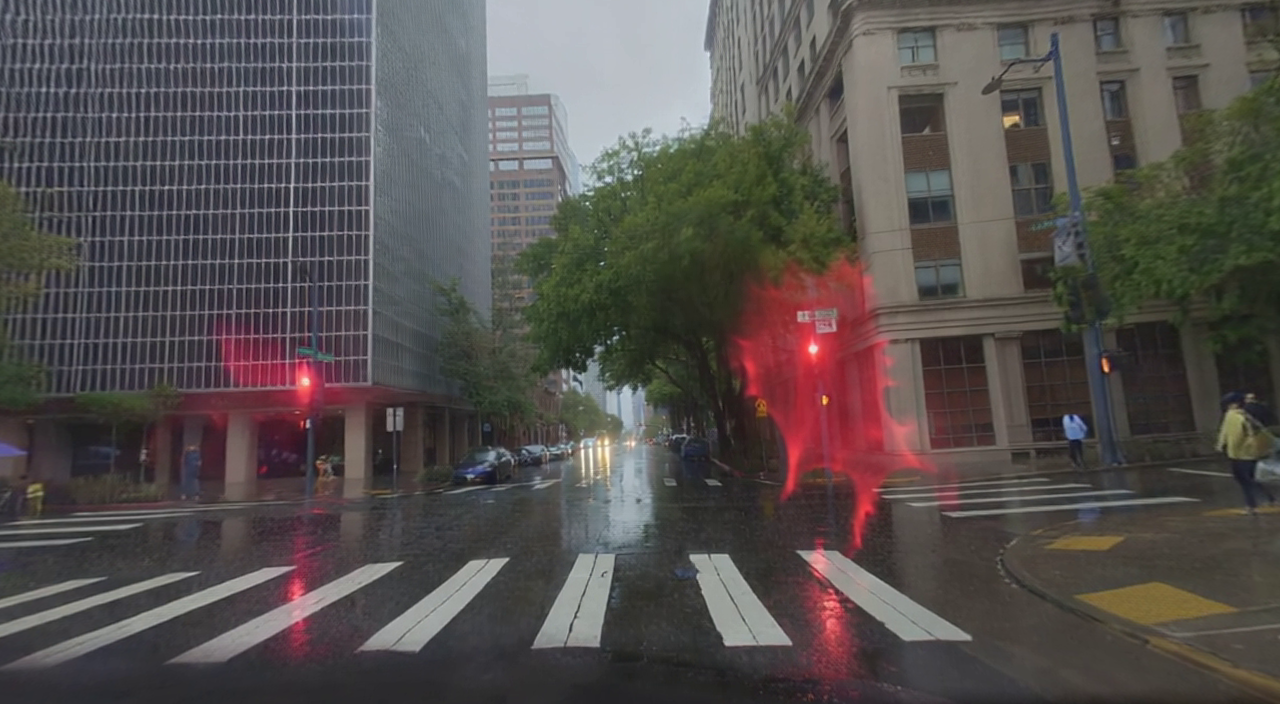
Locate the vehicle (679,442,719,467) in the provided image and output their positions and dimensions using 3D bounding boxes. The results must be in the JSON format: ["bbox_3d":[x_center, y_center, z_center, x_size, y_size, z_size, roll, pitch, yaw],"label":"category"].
[{"bbox_3d":[3.552,6.279,38.862,1.853,1.426,4.160,1,-8,-3],"label":"vehicle"}]

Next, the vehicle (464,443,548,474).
[{"bbox_3d":[-8.018,6.358,38.016,4.526,1.726,1.963,8,-12,-44],"label":"vehicle"}]

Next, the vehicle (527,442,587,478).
[{"bbox_3d":[-3.663,4.845,28.641,1.989,1.481,4.500,0,-8,1],"label":"vehicle"}]
